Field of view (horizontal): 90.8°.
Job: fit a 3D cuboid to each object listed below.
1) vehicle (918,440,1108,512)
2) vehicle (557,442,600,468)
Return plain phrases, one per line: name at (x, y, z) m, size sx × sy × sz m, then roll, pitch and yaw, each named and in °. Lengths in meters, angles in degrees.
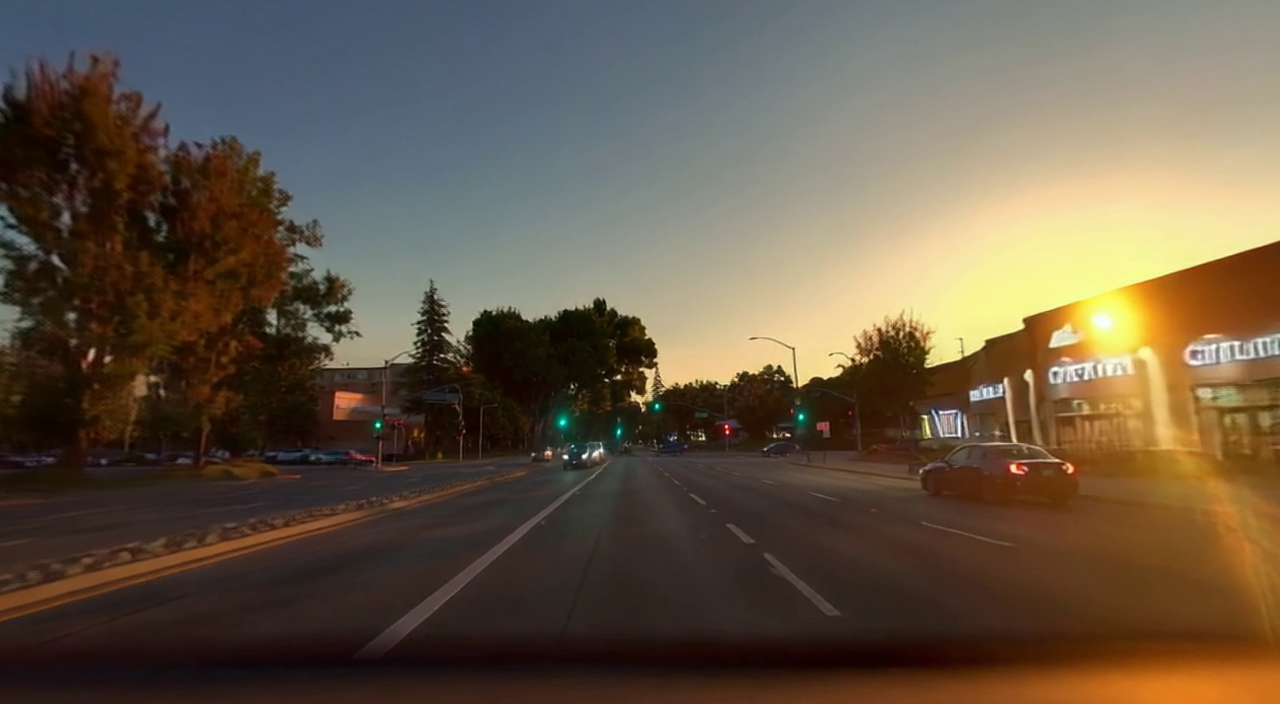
vehicle at (8.632, 2.877, 15.171) m, size 1.936 × 1.460 × 4.258 m, roll 0°, pitch -8°, yaw 0°
vehicle at (-3.705, 6.364, 39.087) m, size 2.121 × 1.481 × 4.708 m, roll 0°, pitch -8°, yaw 1°
